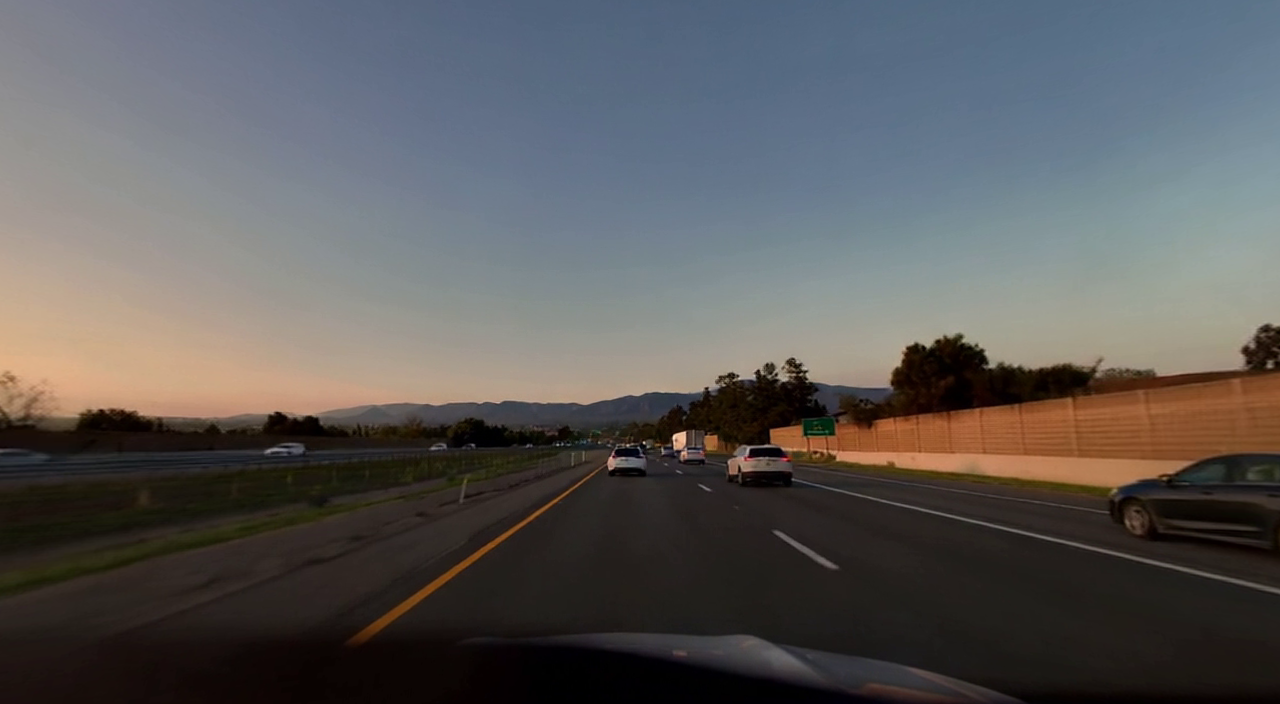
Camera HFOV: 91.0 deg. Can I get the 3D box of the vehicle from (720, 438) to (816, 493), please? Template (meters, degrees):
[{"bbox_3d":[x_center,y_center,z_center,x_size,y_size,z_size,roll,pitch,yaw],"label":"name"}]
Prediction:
[{"bbox_3d":[3.793,3.440,19.483,1.949,1.493,4.272,0,-9,-2],"label":"vehicle"}]

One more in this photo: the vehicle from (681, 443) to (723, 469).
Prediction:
[{"bbox_3d":[3.622,6.145,37.528,1.957,1.447,4.241,0,-9,-1],"label":"vehicle"}]

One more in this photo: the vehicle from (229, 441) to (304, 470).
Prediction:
[{"bbox_3d":[-24.780,6.886,41.984,2.015,1.790,4.770,0,-9,0],"label":"vehicle"}]

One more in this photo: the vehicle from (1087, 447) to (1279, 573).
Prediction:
[{"bbox_3d":[7.649,1.726,7.071,1.910,1.303,4.462,0,-9,-1],"label":"vehicle"}]

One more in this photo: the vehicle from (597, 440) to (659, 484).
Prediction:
[{"bbox_3d":[-0.441,3.980,22.994,2.085,1.449,3.860,0,-9,-1],"label":"vehicle"}]
